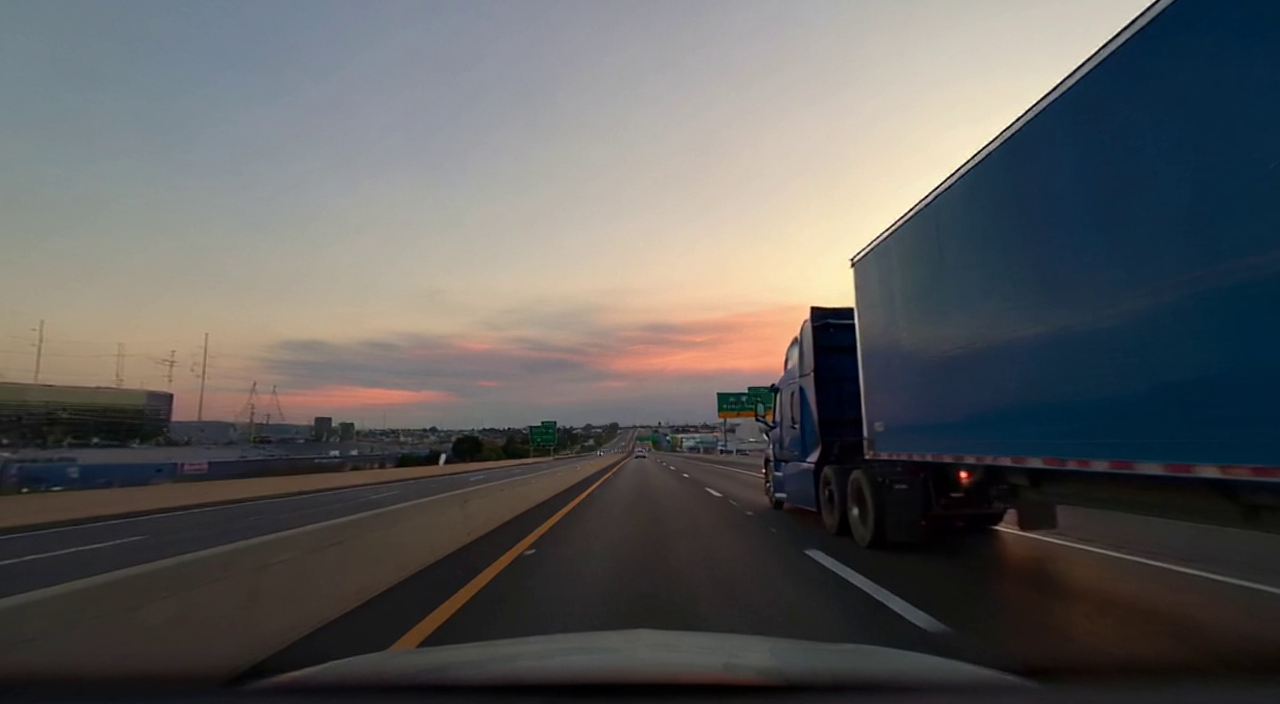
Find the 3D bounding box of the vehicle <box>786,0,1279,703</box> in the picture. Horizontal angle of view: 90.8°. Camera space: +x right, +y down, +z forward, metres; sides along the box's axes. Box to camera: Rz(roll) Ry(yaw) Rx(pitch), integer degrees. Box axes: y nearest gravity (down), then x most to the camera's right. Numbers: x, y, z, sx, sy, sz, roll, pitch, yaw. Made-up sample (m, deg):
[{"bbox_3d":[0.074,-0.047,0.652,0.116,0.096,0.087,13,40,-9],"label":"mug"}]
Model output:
[{"bbox_3d":[4.242,0.062,5.183,2.937,4.082,12.918,0,-9,0],"label":"vehicle"}]
